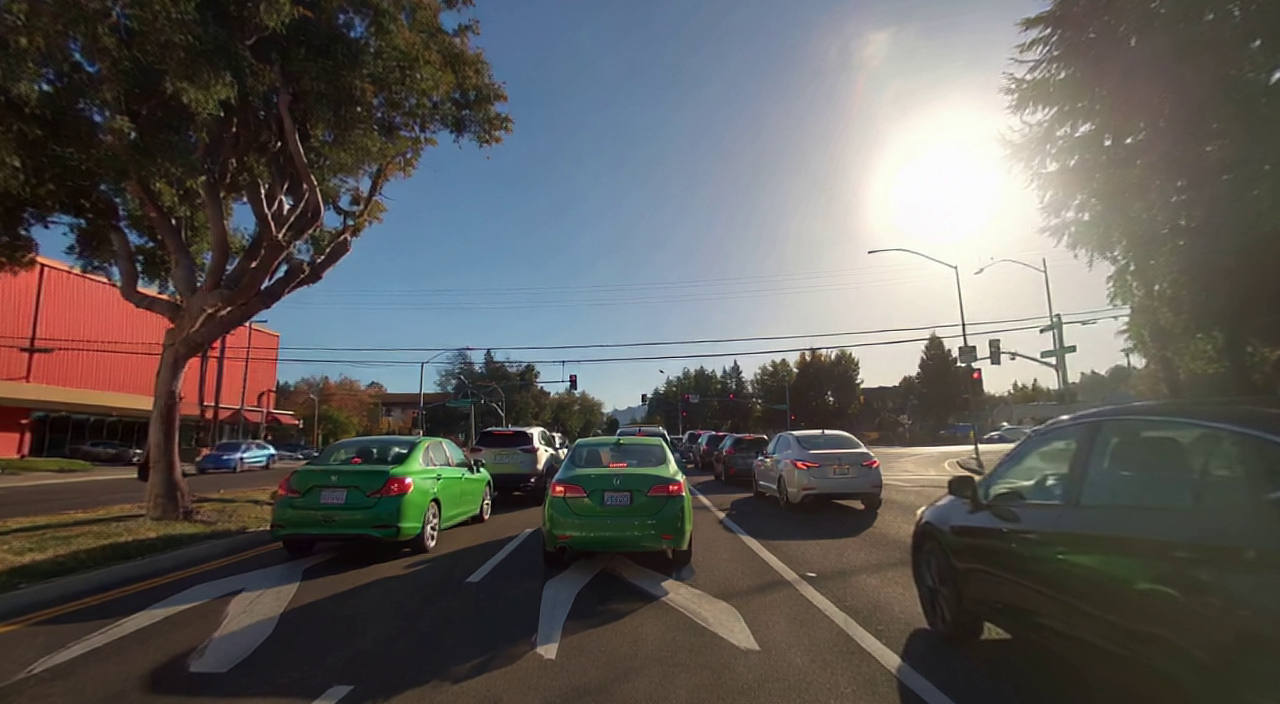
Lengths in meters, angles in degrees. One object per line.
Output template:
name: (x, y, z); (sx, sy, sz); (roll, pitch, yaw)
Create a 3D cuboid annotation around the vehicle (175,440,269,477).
vehicle: (-21.240, 5.411, 32.356); (2.132, 1.724, 4.001); (0, -8, -2)

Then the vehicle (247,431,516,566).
vehicle: (-3.210, 1.889, 8.942); (1.917, 1.441, 4.128); (-1, -8, 2)

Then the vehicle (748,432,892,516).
vehicle: (3.549, 2.474, 13.282); (1.880, 1.476, 3.932); (0, -8, 1)

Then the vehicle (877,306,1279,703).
vehicle: (2.977, 0.798, 2.458); (2.196, 1.676, 4.865); (0, -8, 0)

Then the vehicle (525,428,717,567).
vehicle: (-0.210, 1.835, 8.711); (2.041, 1.450, 3.847); (0, -8, 0)
